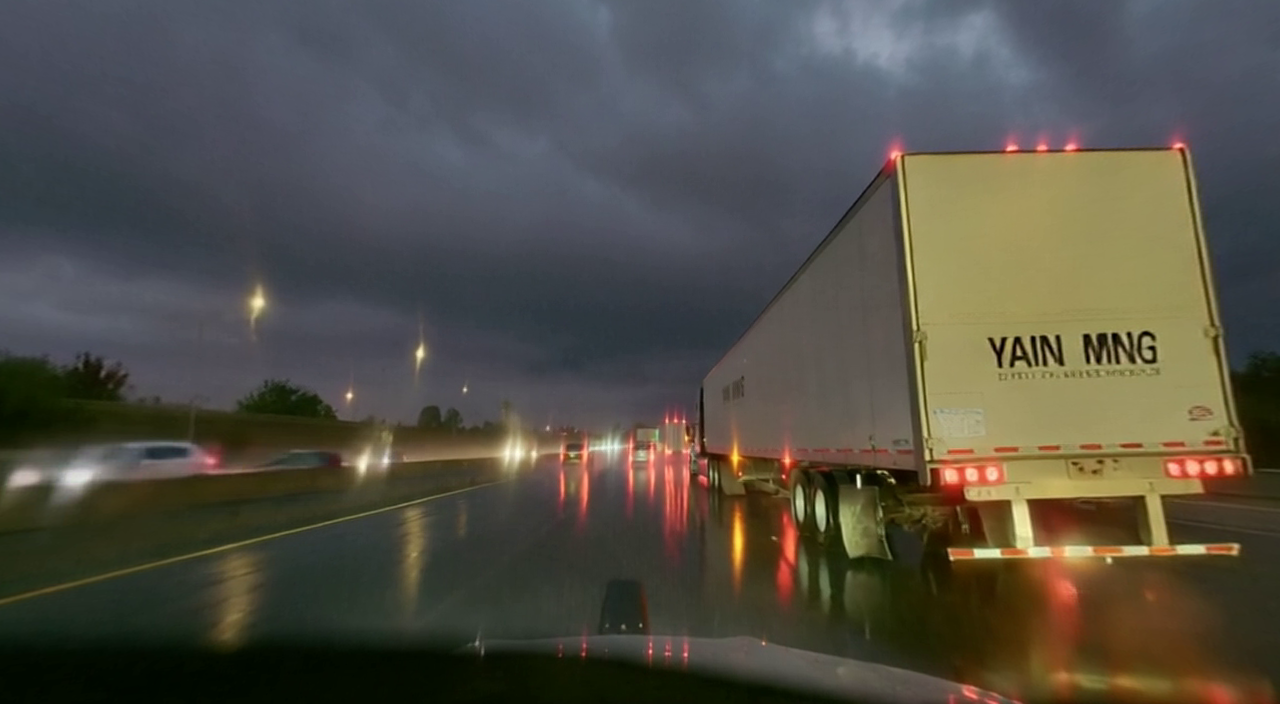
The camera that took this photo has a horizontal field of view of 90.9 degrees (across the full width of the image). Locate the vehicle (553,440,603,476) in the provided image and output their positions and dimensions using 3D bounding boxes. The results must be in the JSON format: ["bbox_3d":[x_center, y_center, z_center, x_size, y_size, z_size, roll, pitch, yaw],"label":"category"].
[{"bbox_3d":[-3.097,5.386,32.275,2.058,1.711,4.226,0,-9,1],"label":"vehicle"}]

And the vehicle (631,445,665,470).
[{"bbox_3d":[0.466,6.704,40.255,2.063,1.469,4.208,0,-9,0],"label":"vehicle"}]

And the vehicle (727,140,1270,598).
[{"bbox_3d":[3.906,0.983,11.809,2.821,4.077,12.562,0,-9,0],"label":"vehicle"}]

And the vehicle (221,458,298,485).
[{"bbox_3d":[-23.486,7.388,39.146,1.859,1.484,4.695,0,-9,0],"label":"vehicle"}]

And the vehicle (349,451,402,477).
[{"bbox_3d":[-19.154,8.085,45.844,1.897,1.729,4.321,0,-9,1],"label":"vehicle"}]

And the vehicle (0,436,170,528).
[{"bbox_3d":[-12.836,2.724,13.721,1.957,1.672,4.174,0,-9,0],"label":"vehicle"}]
